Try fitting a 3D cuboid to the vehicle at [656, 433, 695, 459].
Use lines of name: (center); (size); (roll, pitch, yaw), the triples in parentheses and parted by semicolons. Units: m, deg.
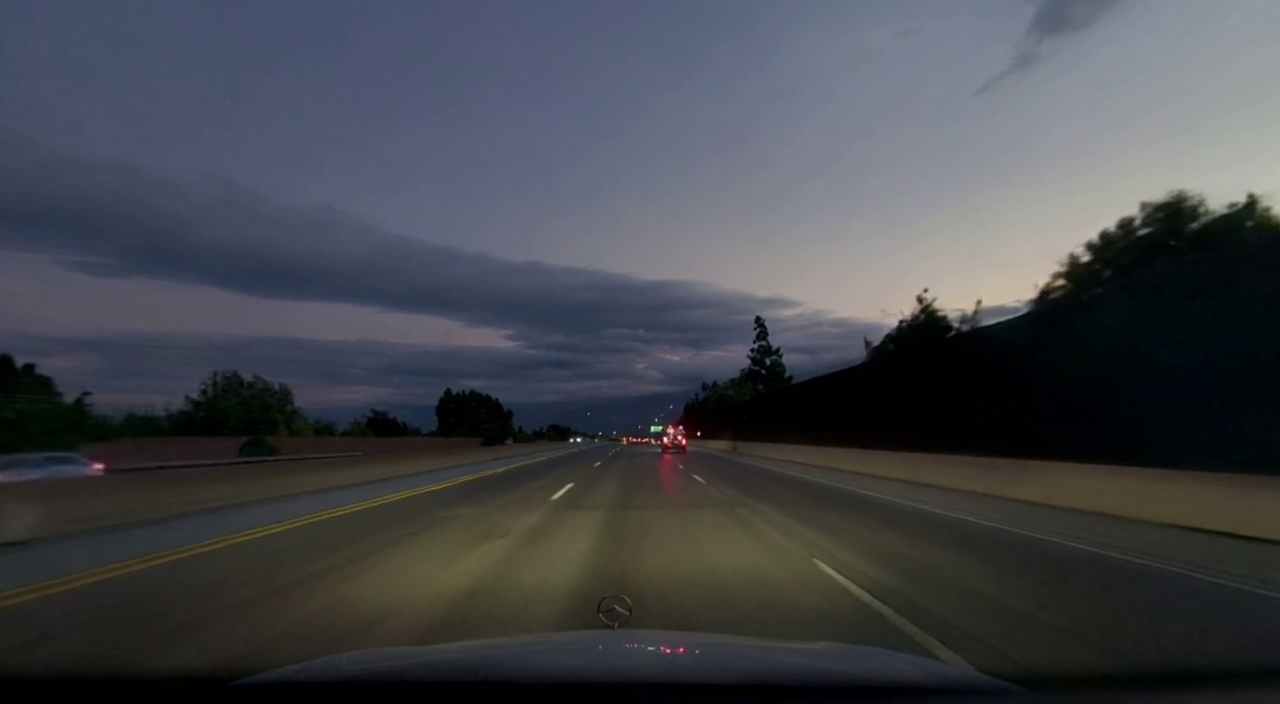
vehicle: (2.040, 5.587, 37.583); (1.911, 1.449, 3.776); (0, -8, -3)
